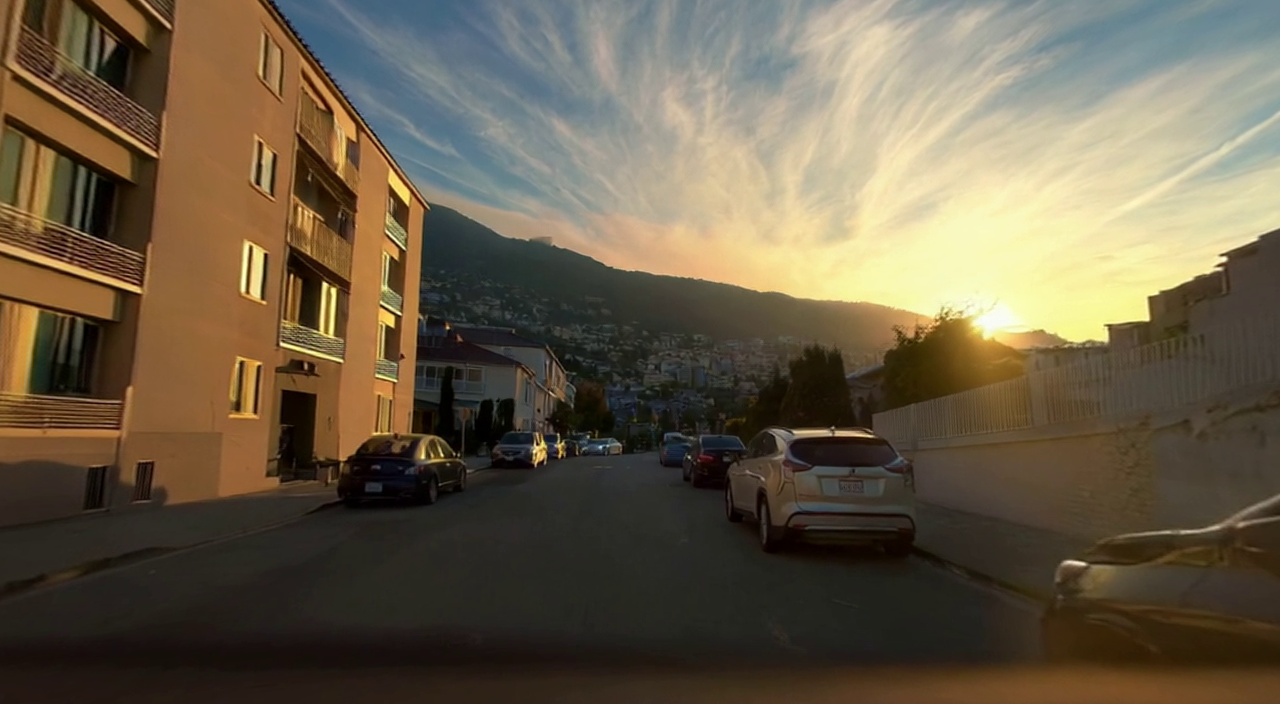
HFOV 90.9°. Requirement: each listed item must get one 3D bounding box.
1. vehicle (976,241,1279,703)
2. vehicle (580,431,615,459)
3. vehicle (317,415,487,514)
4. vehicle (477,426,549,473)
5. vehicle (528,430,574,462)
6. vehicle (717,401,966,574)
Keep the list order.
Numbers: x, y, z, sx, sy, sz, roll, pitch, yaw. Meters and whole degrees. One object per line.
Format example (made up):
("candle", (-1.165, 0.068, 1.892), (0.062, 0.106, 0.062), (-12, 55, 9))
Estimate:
("vehicle", (2.272, 0.510, 0.338), (1.897, 1.717, 4.028), (0, -8, -1))
("vehicle", (-2.486, 5.480, 37.254), (1.845, 1.544, 3.388), (0, -8, 0))
("vehicle", (-4.556, 2.256, 12.884), (1.883, 1.499, 4.426), (6, -10, -3))
("vehicle", (-4.860, 3.817, 24.614), (1.942, 1.521, 3.761), (5, -9, 0))
("vehicle", (-4.798, 5.136, 34.460), (1.872, 1.484, 3.978), (5, -9, 1))
("vehicle", (2.214, 1.592, 8.185), (1.839, 1.678, 3.918), (0, -8, -1))
